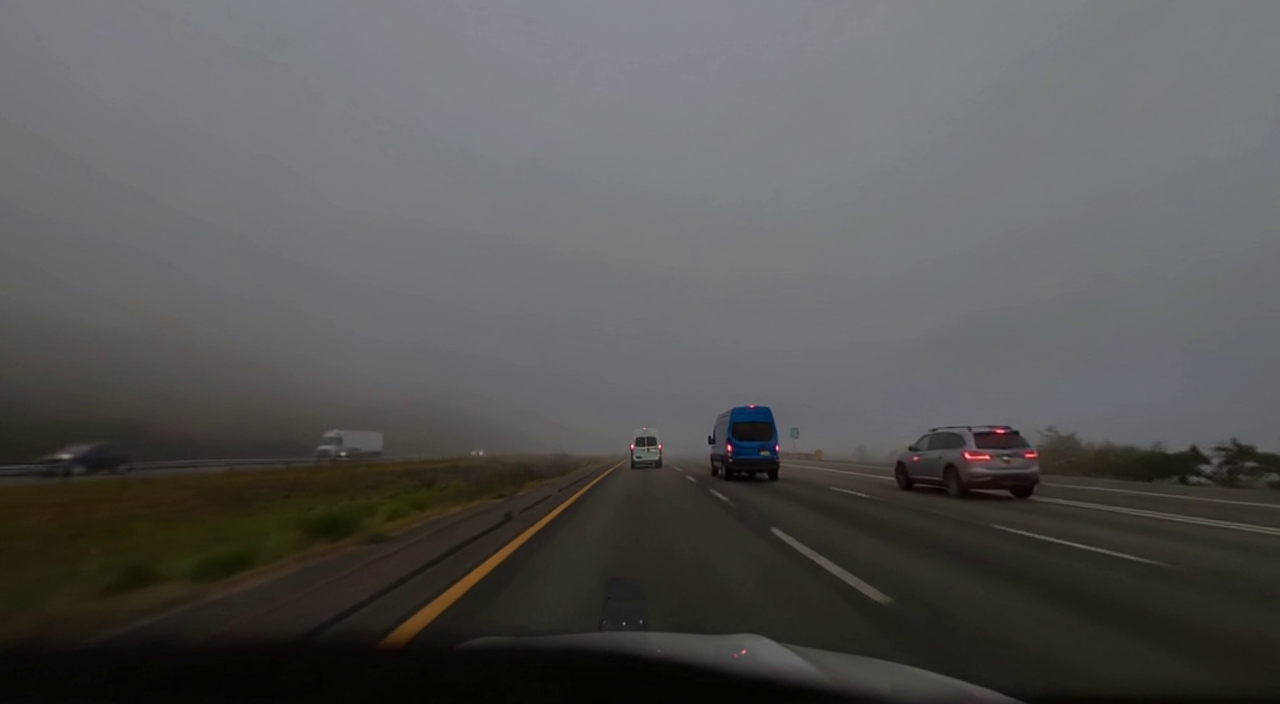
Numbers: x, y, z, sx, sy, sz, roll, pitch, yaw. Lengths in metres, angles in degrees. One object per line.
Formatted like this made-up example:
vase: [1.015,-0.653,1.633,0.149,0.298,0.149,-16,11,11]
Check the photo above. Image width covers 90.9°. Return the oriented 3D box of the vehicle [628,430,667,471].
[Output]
vehicle: [0.419,5.605,36.037,2.131,2.122,4.473,0,-8,1]

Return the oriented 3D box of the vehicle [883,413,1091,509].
vehicle: [7.957,2.554,15.209,2.240,1.925,4.854,0,-8,0]

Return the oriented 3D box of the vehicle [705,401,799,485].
vehicle: [3.858,3.339,23.163,2.302,2.670,6.176,0,-8,0]

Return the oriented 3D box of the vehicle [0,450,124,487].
vehicle: [-26.653,5.324,29.192,1.802,1.546,4.238,0,-8,1]
